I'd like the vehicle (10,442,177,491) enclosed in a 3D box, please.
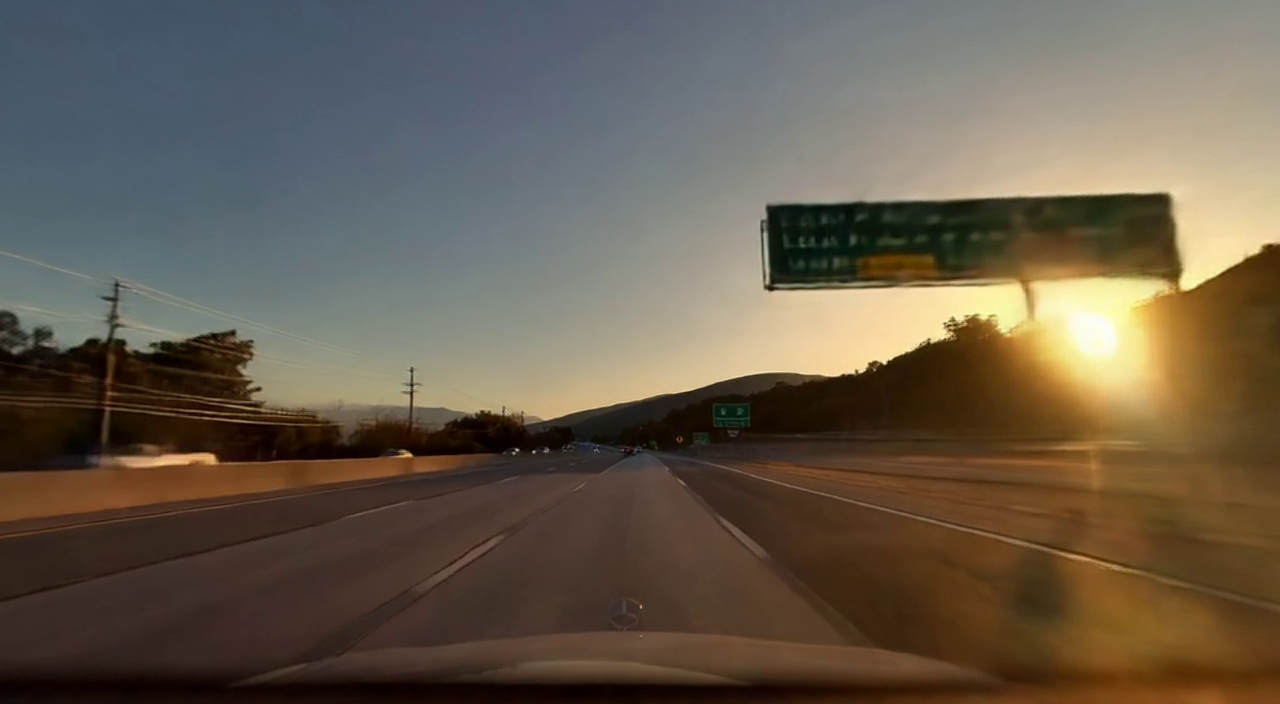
[{"bbox_3d":[-21.121,4.414,24.750,2.197,1.703,4.795,0,-9,0],"label":"vehicle"}]
